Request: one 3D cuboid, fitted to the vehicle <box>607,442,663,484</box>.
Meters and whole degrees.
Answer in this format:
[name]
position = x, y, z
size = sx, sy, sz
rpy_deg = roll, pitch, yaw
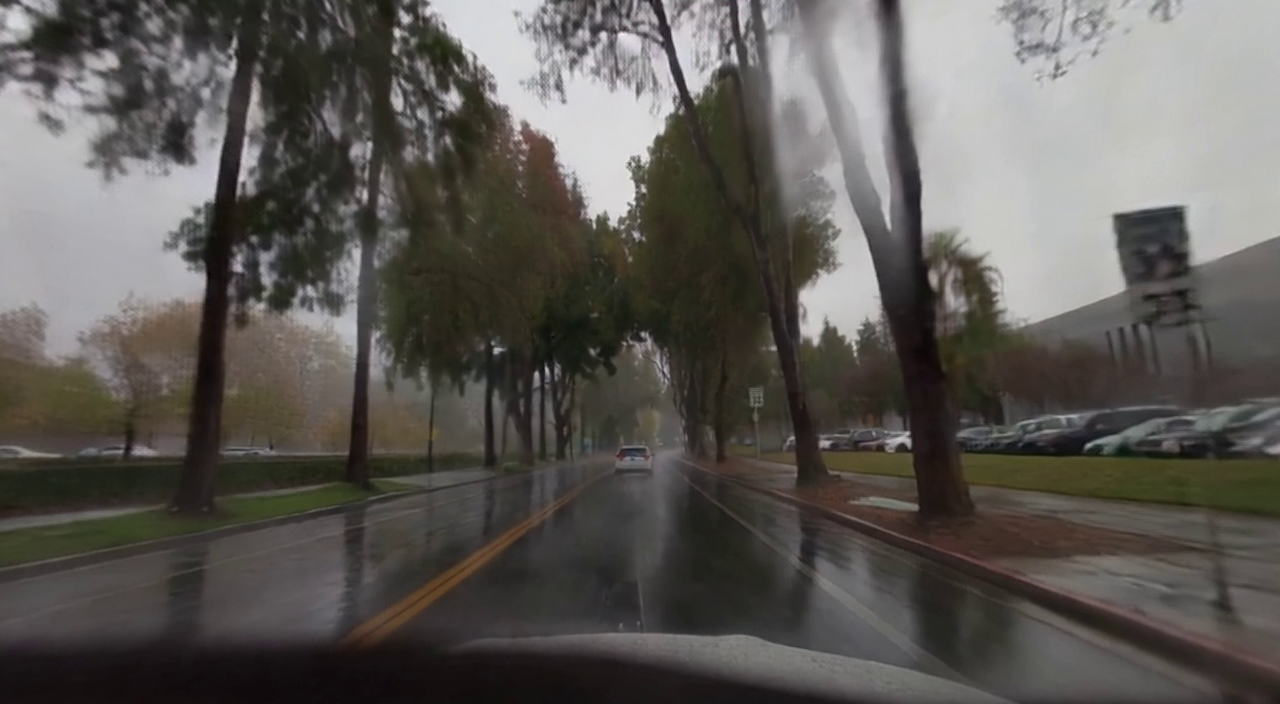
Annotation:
[vehicle]
position = -0.159, 4.645, 26.772
size = 2.152, 1.574, 4.223
rpy_deg = -1, -8, 1
